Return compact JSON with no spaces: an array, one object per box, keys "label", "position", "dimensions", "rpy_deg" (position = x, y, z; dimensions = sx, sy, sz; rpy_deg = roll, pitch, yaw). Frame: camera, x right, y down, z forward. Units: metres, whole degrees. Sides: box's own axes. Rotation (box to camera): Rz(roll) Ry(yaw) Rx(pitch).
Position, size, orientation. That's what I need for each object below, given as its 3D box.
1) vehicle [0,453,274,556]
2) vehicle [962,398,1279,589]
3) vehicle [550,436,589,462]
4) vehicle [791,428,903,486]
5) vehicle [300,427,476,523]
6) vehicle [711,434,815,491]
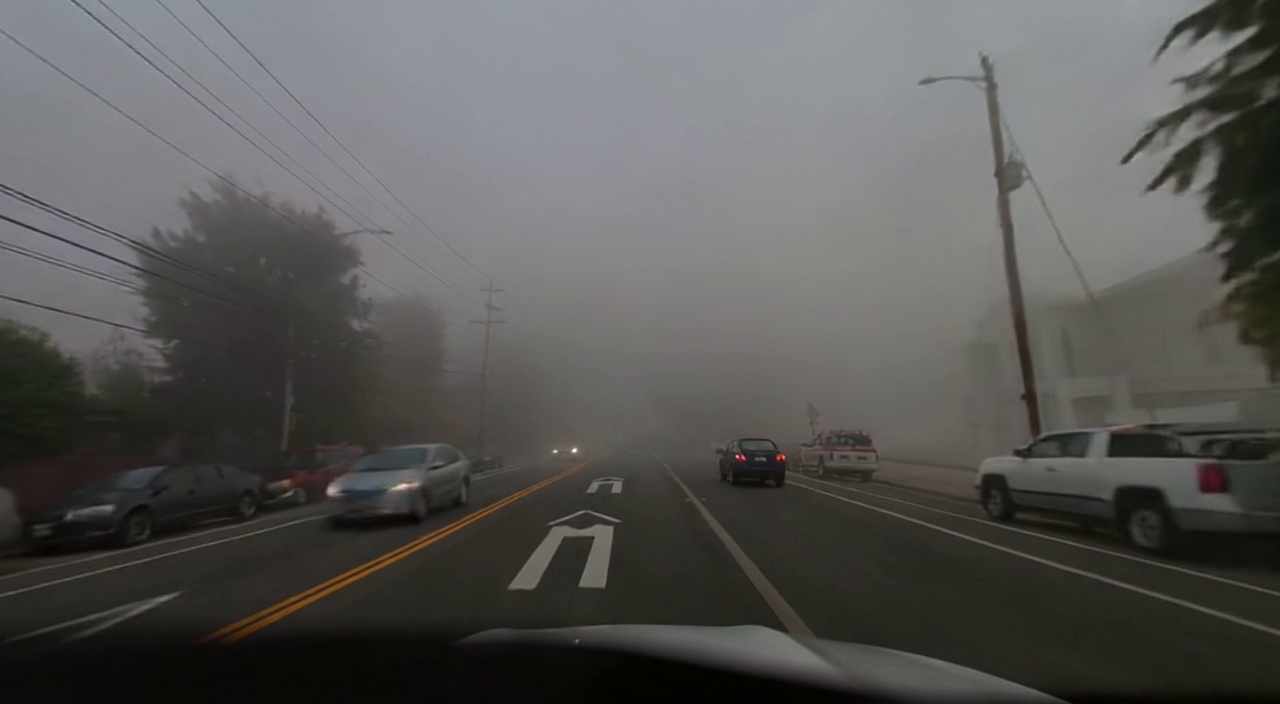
[{"label":"vehicle","position":[-9.422,2.781,12.204],"dimensions":[1.949,1.502,4.264],"rpy_deg":[-1,-8,3]},{"label":"vehicle","position":[7.673,1.918,9.754],"dimensions":[2.380,2.030,5.861],"rpy_deg":[-1,-8,1]},{"label":"vehicle","position":[-4.614,6.386,41.827],"dimensions":[2.010,1.588,4.186],"rpy_deg":[-1,-8,1]},{"label":"vehicle","position":[7.714,3.957,24.365],"dimensions":[2.250,1.935,6.052],"rpy_deg":[0,-8,0]},{"label":"vehicle","position":[-5.212,2.558,13.796],"dimensions":[2.050,1.729,4.269],"rpy_deg":[-1,-8,0]},{"label":"vehicle","position":[3.520,3.247,19.006],"dimensions":[2.059,1.489,4.629],"rpy_deg":[0,-8,-2]}]
